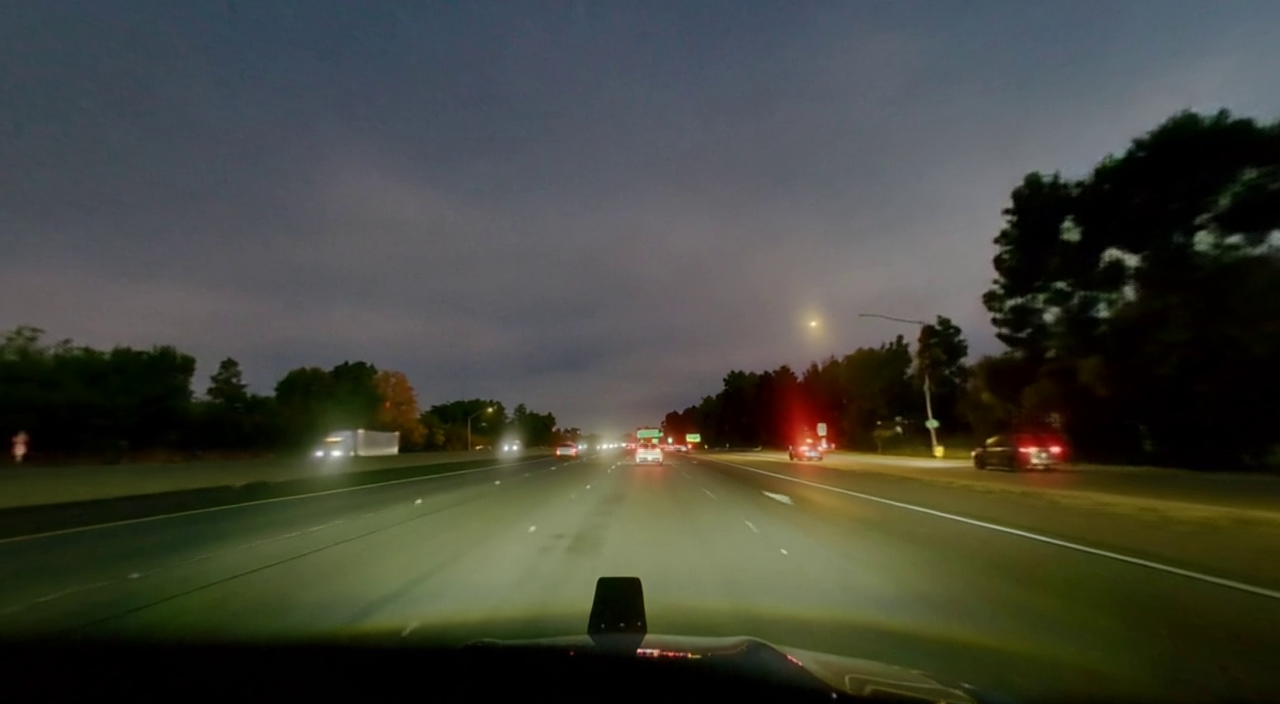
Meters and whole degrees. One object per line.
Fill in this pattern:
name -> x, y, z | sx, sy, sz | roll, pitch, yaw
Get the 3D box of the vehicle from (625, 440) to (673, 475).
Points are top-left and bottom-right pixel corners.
vehicle -> 0.378, 4.926, 29.662 | 2.112, 1.482, 4.082 | 0, -8, 0

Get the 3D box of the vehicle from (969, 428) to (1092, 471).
vehicle -> 19.568, 4.932, 32.024 | 2.304, 1.951, 5.719 | 0, -8, -4
